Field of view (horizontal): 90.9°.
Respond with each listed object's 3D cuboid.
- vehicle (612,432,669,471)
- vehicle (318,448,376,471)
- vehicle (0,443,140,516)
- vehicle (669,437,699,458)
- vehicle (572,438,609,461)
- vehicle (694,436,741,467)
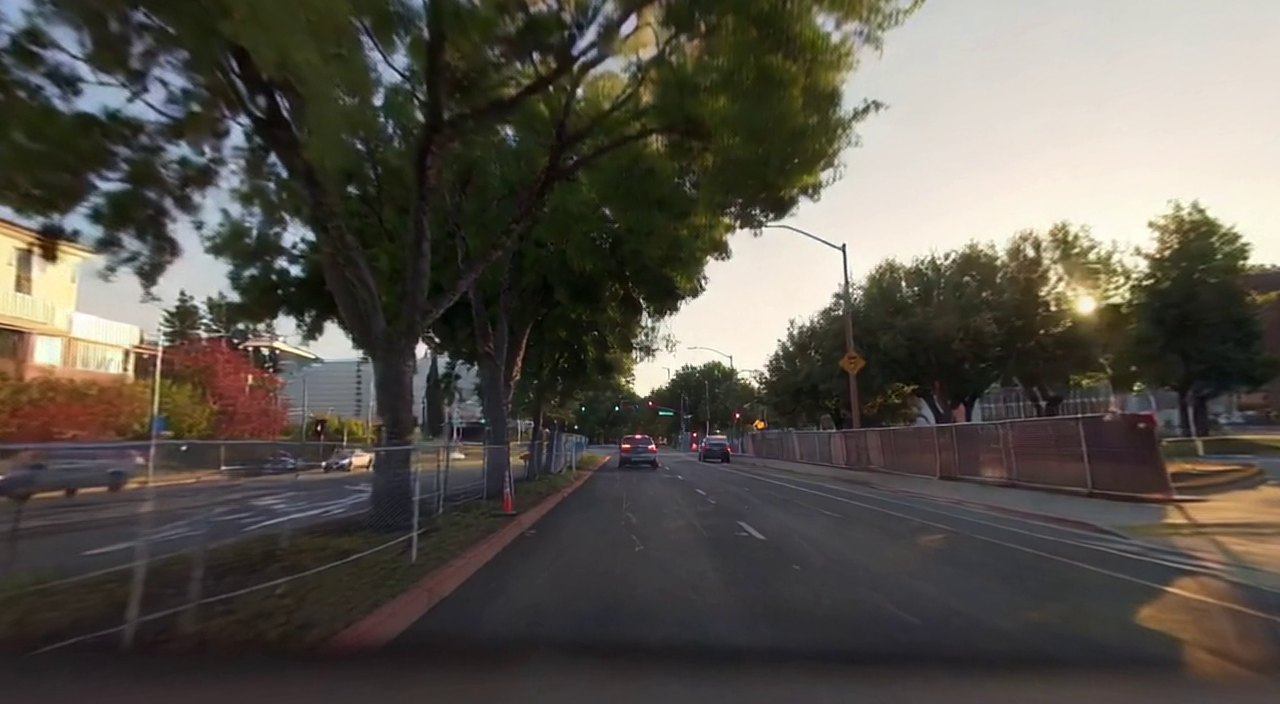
[{"bbox_3d":[0.106,4.619,29.381,2.000,1.671,4.276,-2,-8,8],"label":"vehicle"},{"bbox_3d":[-20.735,7.594,44.853,1.863,1.466,4.725,0,-8,0],"label":"vehicle"},{"bbox_3d":[-14.476,2.919,14.819,1.868,1.528,4.317,0,-8,0],"label":"vehicle"},{"bbox_3d":[3.382,7.399,48.930,1.917,1.493,4.003,0,-8,-2],"label":"vehicle"},{"bbox_3d":[-3.313,6.636,43.016,2.189,1.441,4.350,0,-8,0],"label":"vehicle"},{"bbox_3d":[3.907,5.095,32.353,1.974,1.490,4.231,-1,-8,2],"label":"vehicle"}]
